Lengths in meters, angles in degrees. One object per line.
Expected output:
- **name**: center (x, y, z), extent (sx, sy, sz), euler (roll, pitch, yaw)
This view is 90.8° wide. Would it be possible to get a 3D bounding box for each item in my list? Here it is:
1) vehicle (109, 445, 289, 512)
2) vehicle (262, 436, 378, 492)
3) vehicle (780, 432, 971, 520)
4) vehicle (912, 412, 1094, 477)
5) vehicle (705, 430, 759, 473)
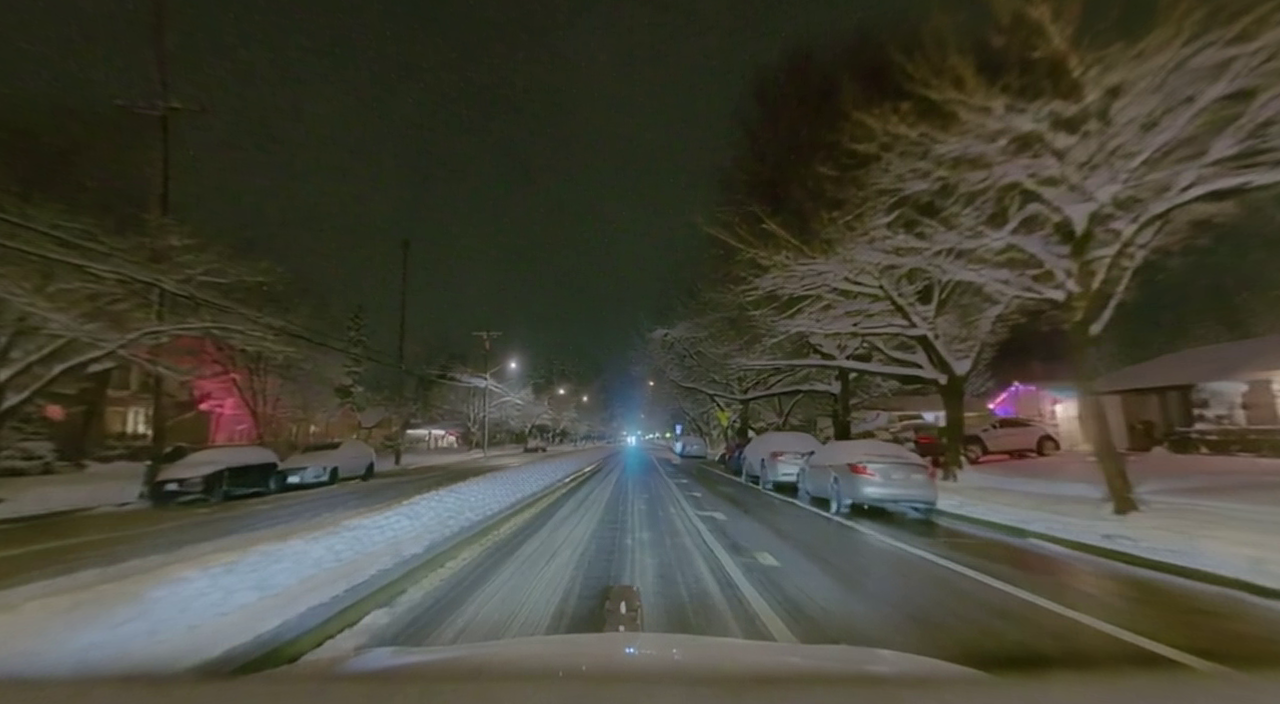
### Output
- **vehicle**: center (-12.581, 3.645, 18.513), extent (1.925, 1.498, 4.850), euler (-5, -10, -2)
- **vehicle**: center (-12.619, 4.406, 25.339), extent (2.075, 1.917, 4.984), euler (-2, -8, 0)
- **vehicle**: center (4.666, 2.499, 13.542), extent (2.035, 1.498, 4.910), euler (0, -8, -2)
- **vehicle**: center (12.323, 3.159, 21.730), extent (4.825, 1.675, 2.184), euler (-5, -7, -2)
- **vehicle**: center (4.395, 4.797, 31.003), extent (2.074, 1.838, 5.402), euler (1, -7, 3)
